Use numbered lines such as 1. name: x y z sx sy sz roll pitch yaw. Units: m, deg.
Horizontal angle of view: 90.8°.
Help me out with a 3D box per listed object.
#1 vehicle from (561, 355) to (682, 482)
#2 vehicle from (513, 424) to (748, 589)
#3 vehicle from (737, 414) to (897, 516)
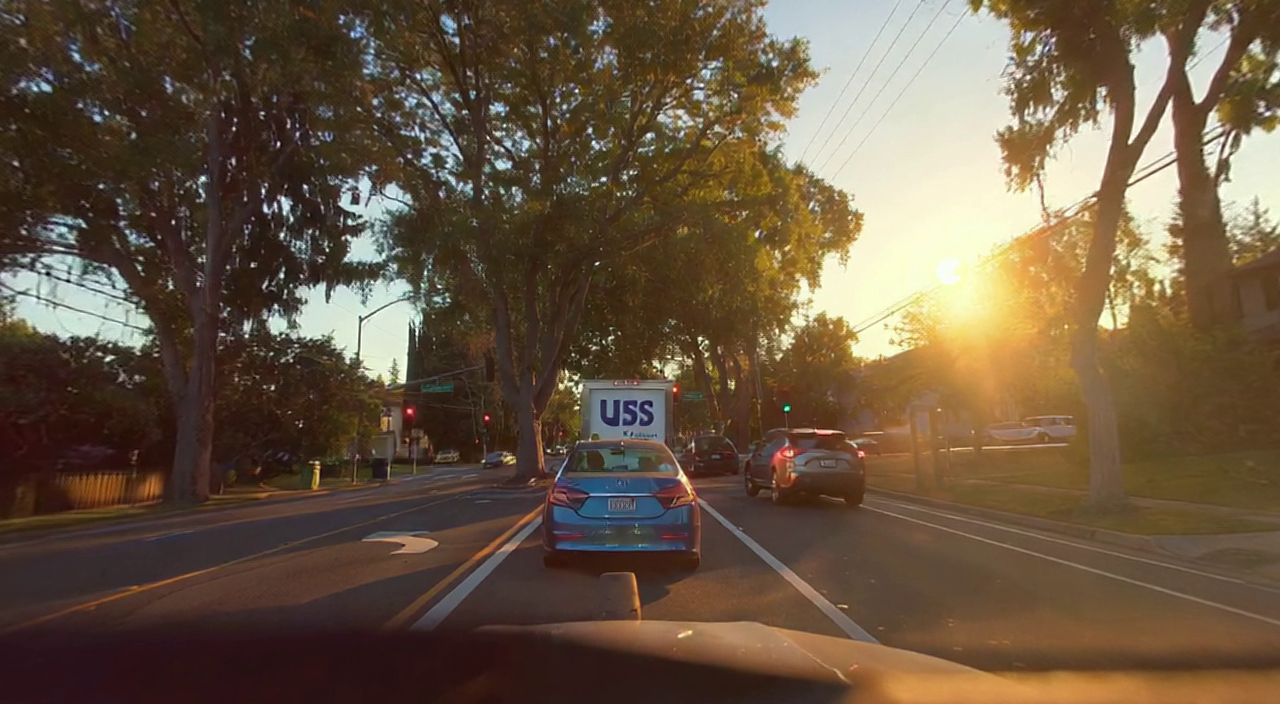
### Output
1. vehicle: -0.461 2.214 19.665 2.993 3.151 7.784 0 -8 0
2. vehicle: -0.143 1.722 7.935 2.135 1.483 4.207 0 -8 -2
3. vehicle: 3.598 2.398 13.885 2.145 1.847 4.524 0 -8 -1
